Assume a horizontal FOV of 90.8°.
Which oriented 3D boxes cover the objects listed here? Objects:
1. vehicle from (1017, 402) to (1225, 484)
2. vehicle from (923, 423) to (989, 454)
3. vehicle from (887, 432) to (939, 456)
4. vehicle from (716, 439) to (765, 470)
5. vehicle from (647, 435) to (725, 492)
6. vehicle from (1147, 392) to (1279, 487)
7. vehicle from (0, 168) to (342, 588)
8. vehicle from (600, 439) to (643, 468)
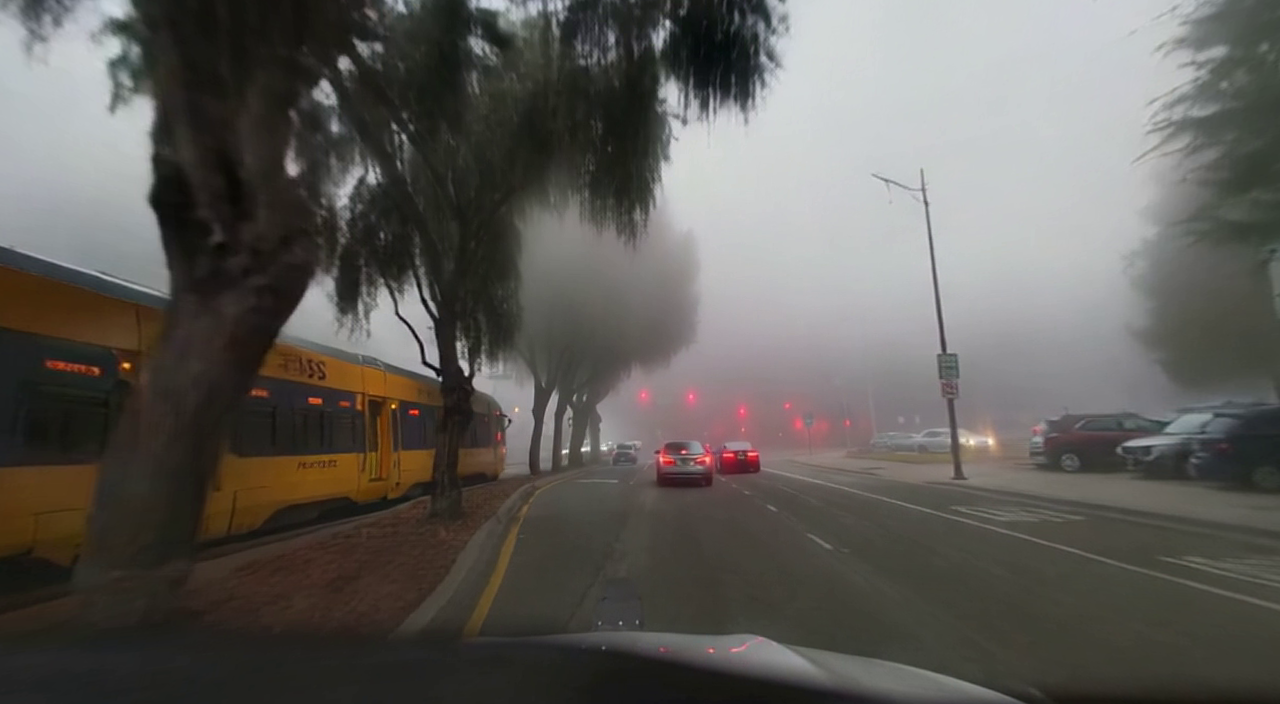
[{"bbox_3d":[14.441,2.729,19.596,2.221,2.116,5.535,-1,-6,2],"label":"vehicle"},{"bbox_3d":[20.675,5.701,41.529,2.116,1.937,4.515,-1,-8,3],"label":"vehicle"},{"bbox_3d":[18.142,6.127,42.165,1.831,1.545,3.872,0,-8,1],"label":"vehicle"},{"bbox_3d":[5.125,5.278,32.760,1.944,1.447,4.392,0,-8,1],"label":"vehicle"},{"bbox_3d":[1.235,3.195,18.527,2.002,1.471,4.337,0,-8,2],"label":"vehicle"},{"bbox_3d":[14.133,1.867,13.465,2.145,1.911,5.581,-1,-8,3],"label":"vehicle"},{"bbox_3d":[-7.160,0.121,4.707,2.897,3.700,13.528,0,-7,2],"label":"vehicle"},{"bbox_3d":[-0.985,5.653,35.361,2.118,1.478,4.076,0,-8,2],"label":"vehicle"}]
